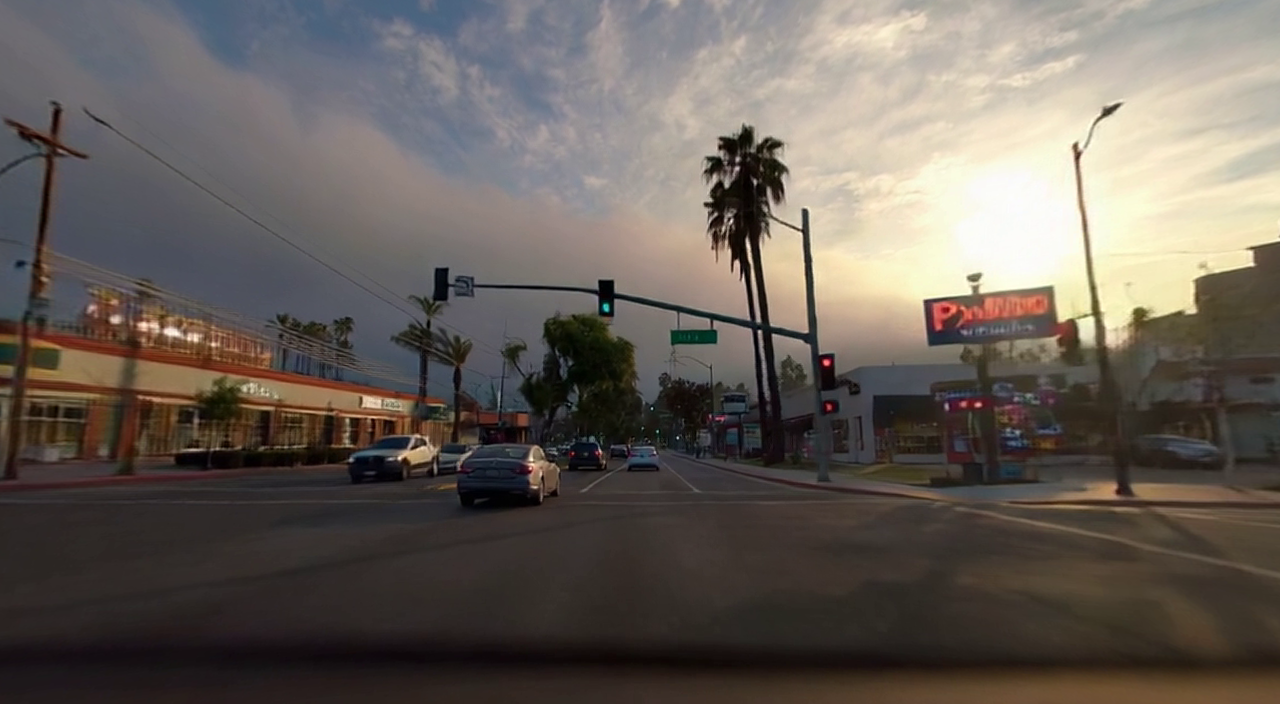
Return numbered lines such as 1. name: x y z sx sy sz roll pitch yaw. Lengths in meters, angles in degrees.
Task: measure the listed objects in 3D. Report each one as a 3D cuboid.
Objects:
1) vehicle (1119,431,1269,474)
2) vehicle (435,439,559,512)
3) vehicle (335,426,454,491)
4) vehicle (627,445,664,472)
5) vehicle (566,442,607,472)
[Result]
1. vehicle: 22.853 4.148 26.027 4.415 1.622 1.955 -8 -12 44
2. vehicle: -3.292 2.908 15.427 1.904 1.513 4.410 0 -8 2
3. vehicle: -8.267 3.630 21.743 2.058 1.929 5.123 -1 -8 0
4. vehicle: 0.312 6.381 37.958 2.094 1.496 4.070 0 -8 0
5. vehicle: -3.012 6.020 36.338 1.979 1.634 3.957 0 -8 1
